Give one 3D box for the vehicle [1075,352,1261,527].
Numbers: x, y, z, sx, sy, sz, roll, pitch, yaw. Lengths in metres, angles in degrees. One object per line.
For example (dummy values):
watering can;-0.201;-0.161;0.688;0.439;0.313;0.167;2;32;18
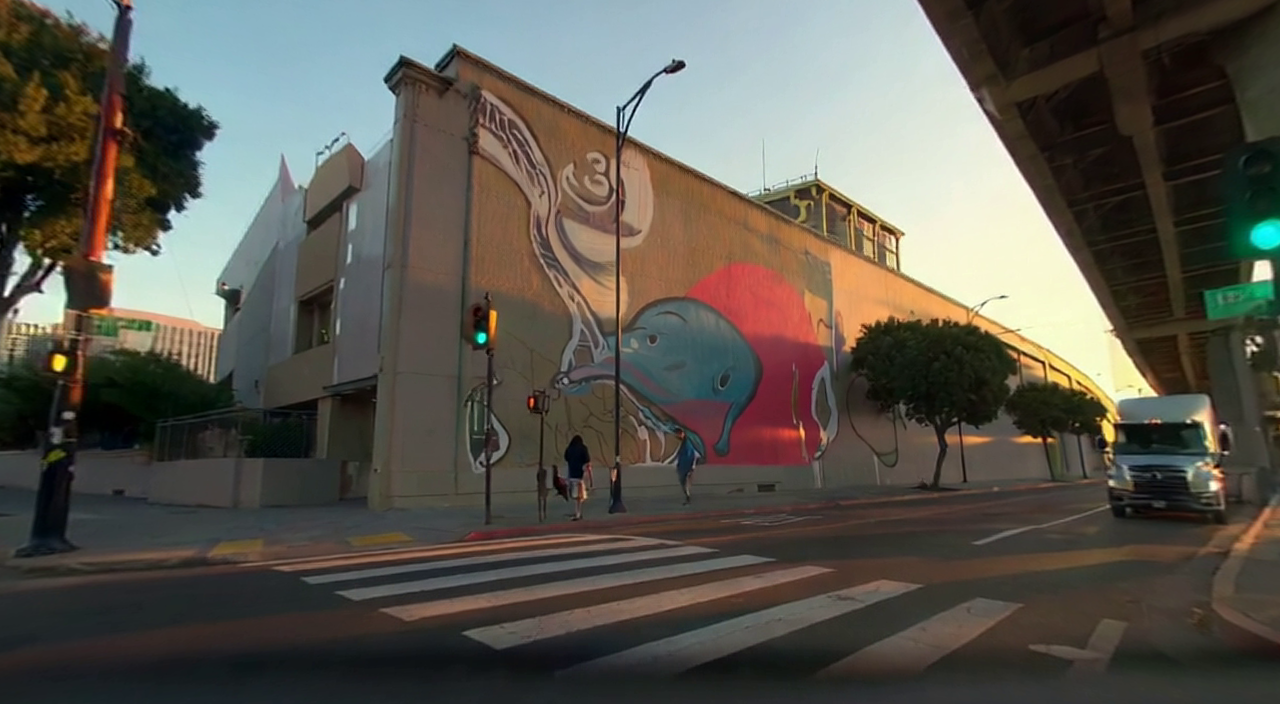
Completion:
vehicle;15.700;2.556;18.309;9.347;3.893;2.849;8;-12;-44
